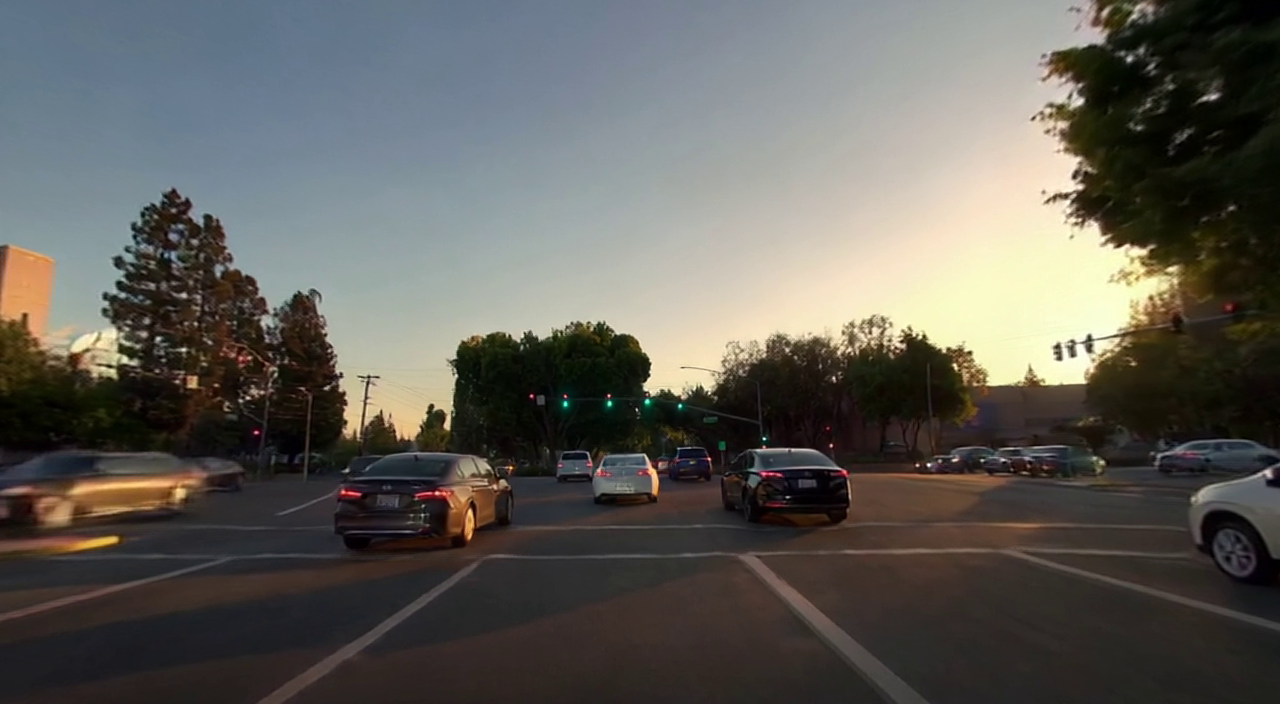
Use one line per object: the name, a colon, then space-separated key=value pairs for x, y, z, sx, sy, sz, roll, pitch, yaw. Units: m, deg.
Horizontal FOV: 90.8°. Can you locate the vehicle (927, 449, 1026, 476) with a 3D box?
vehicle: x=19.313 y=6.329 z=36.412 sx=4.620 sy=1.446 sz=1.950 roll=0 pitch=-9 yaw=-3

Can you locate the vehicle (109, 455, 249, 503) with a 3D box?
vehicle: x=-17.982 y=4.937 z=24.996 sx=2.004 sy=1.600 sz=4.668 roll=0 pitch=-8 yaw=0

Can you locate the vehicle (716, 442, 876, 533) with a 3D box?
vehicle: x=3.047 y=2.746 z=13.579 sx=1.996 sy=1.566 sz=4.917 roll=0 pitch=-8 yaw=-2

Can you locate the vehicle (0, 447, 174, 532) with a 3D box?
vehicle: x=-14.502 y=3.299 z=15.831 sx=2.126 sy=1.785 sz=4.534 roll=0 pitch=-8 yaw=0

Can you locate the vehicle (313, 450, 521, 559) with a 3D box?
vehicle: x=-3.549 y=2.493 z=11.133 sx=2.045 sy=1.463 sz=4.490 roll=0 pitch=-8 yaw=0

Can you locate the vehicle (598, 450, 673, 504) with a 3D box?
vehicle: x=-0.193 y=3.813 z=19.777 sx=2.098 sy=1.461 sz=3.958 roll=0 pitch=-8 yaw=-2

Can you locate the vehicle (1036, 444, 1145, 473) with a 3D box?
vehicle: x=23.698 y=5.611 z=33.326 sx=4.255 sy=1.465 sz=1.936 roll=0 pitch=-9 yaw=-3

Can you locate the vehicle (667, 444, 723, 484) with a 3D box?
vehicle: x=2.569 y=5.388 z=30.732 sx=2.138 sy=1.778 sz=4.422 roll=0 pitch=-8 yaw=-2

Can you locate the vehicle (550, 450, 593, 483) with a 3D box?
vehicle: x=-3.869 y=6.548 z=36.426 sx=2.033 sy=1.714 sz=4.278 roll=0 pitch=-8 yaw=0
